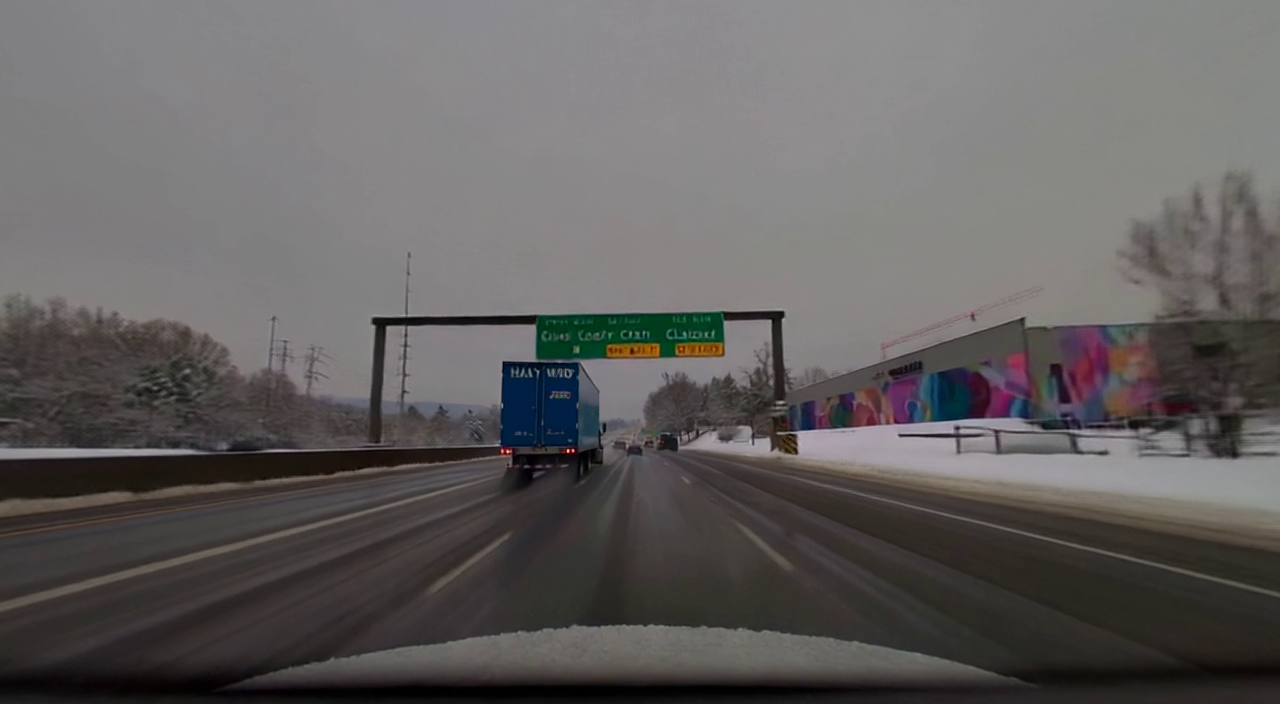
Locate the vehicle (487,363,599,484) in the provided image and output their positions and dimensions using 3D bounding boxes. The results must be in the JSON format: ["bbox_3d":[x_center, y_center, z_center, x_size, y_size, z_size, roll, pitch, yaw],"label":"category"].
[{"bbox_3d":[-3.622,2.924,26.101,2.977,4.048,8.890,2,-6,1],"label":"vehicle"}]

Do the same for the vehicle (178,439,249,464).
[{"bbox_3d":[-29.530,6.889,43.829,1.757,1.592,4.390,-1,-8,3],"label":"vehicle"}]
